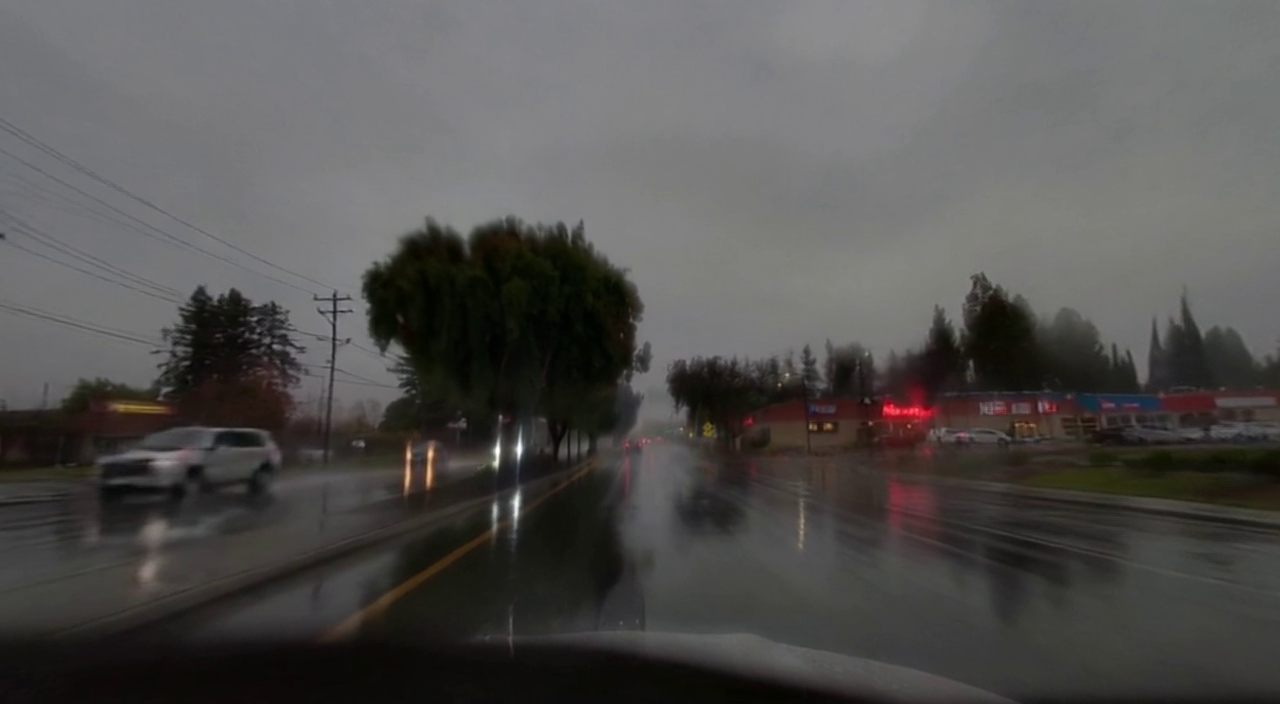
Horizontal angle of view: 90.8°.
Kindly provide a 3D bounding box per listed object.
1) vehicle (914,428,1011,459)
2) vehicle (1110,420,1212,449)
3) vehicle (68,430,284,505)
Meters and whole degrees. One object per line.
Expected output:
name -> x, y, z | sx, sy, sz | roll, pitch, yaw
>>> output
vehicle -> 17.781, 5.083, 34.974 | 4.264, 1.428, 1.822 | -4, -9, 4
vehicle -> 32.950, 5.271, 40.201 | 2.083, 1.716, 5.134 | 0, -8, 0
vehicle -> -12.760, 3.182, 17.988 | 2.057, 1.795, 5.300 | -1, -8, 1
